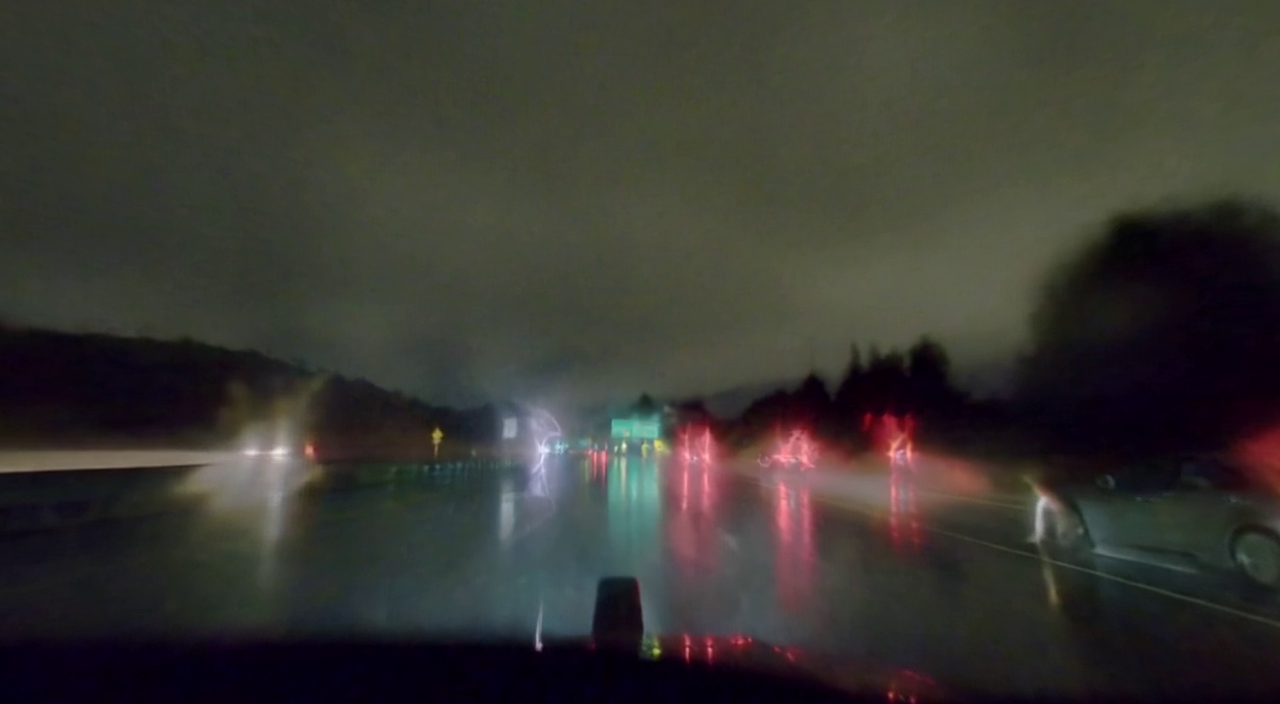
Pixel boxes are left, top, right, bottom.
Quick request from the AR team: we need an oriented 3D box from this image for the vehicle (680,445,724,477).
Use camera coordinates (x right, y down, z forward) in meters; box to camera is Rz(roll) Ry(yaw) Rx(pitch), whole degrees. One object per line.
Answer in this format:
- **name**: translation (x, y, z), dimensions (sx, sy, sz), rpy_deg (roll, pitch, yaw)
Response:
- **vehicle**: translation (3.245, 5.760, 33.395), dimensions (1.895, 1.555, 4.030), rpy_deg (0, -9, 0)
